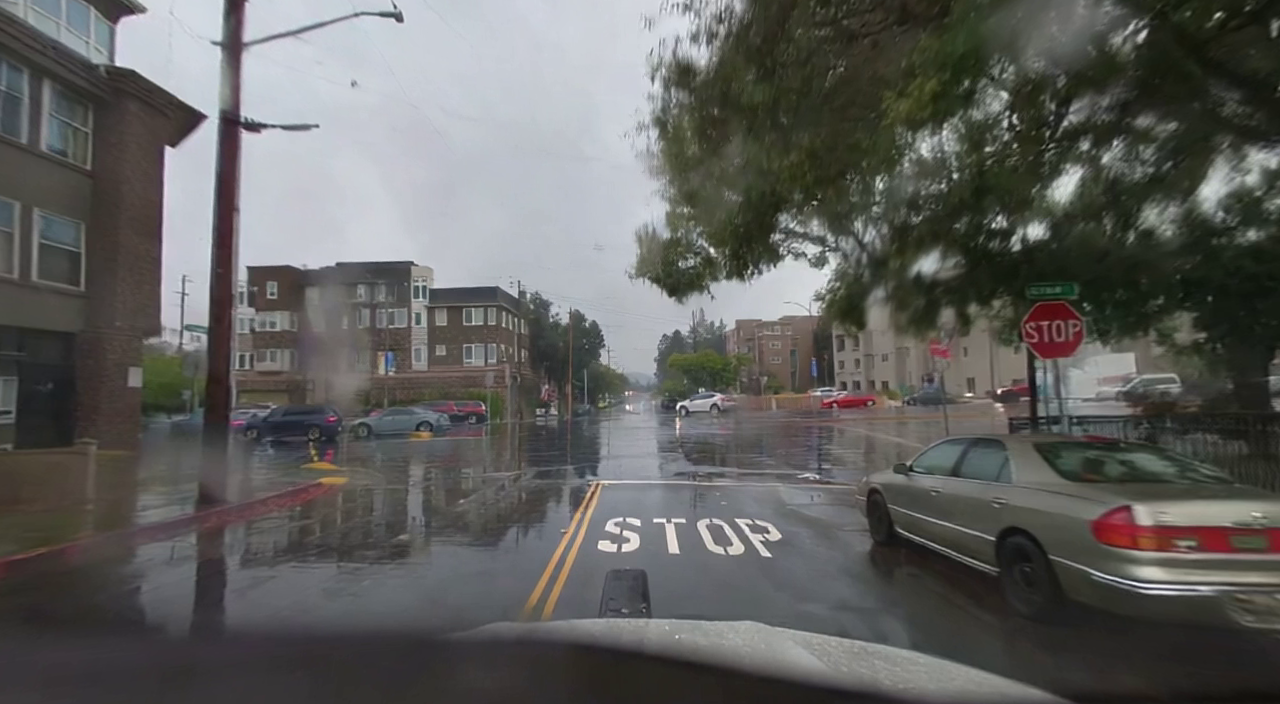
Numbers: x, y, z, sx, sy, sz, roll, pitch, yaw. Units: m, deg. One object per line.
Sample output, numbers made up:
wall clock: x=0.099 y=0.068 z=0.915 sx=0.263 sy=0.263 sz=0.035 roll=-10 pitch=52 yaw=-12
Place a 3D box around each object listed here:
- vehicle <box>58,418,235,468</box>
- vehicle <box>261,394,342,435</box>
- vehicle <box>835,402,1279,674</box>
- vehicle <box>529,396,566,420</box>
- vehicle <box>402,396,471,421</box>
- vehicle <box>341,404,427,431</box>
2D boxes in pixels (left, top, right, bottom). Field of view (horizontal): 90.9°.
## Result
vehicle: x=-16.760 y=3.114 z=21.531 sx=4.525 sy=1.596 sz=2.085 roll=-2 pitch=-8 yaw=8
vehicle: x=-19.965 y=3.728 z=37.277 sx=3.506 sy=2.261 sz=2.158 roll=-2 pitch=-8 yaw=9
vehicle: x=3.571 y=1.346 z=5.739 sx=2.025 sy=1.492 sz=4.291 roll=0 pitch=-8 yaw=-3
vehicle: x=-6.427 y=3.872 z=44.202 sx=2.156 sy=1.620 sz=4.945 roll=0 pitch=-4 yaw=-4
vehicle: x=-15.437 y=4.347 z=48.063 sx=2.010 sy=1.583 sz=4.582 roll=-7 pitch=-11 yaw=37
vehicle: x=-14.833 y=3.827 z=36.612 sx=4.233 sy=1.432 sz=1.755 roll=-2 pitch=-9 yaw=10
